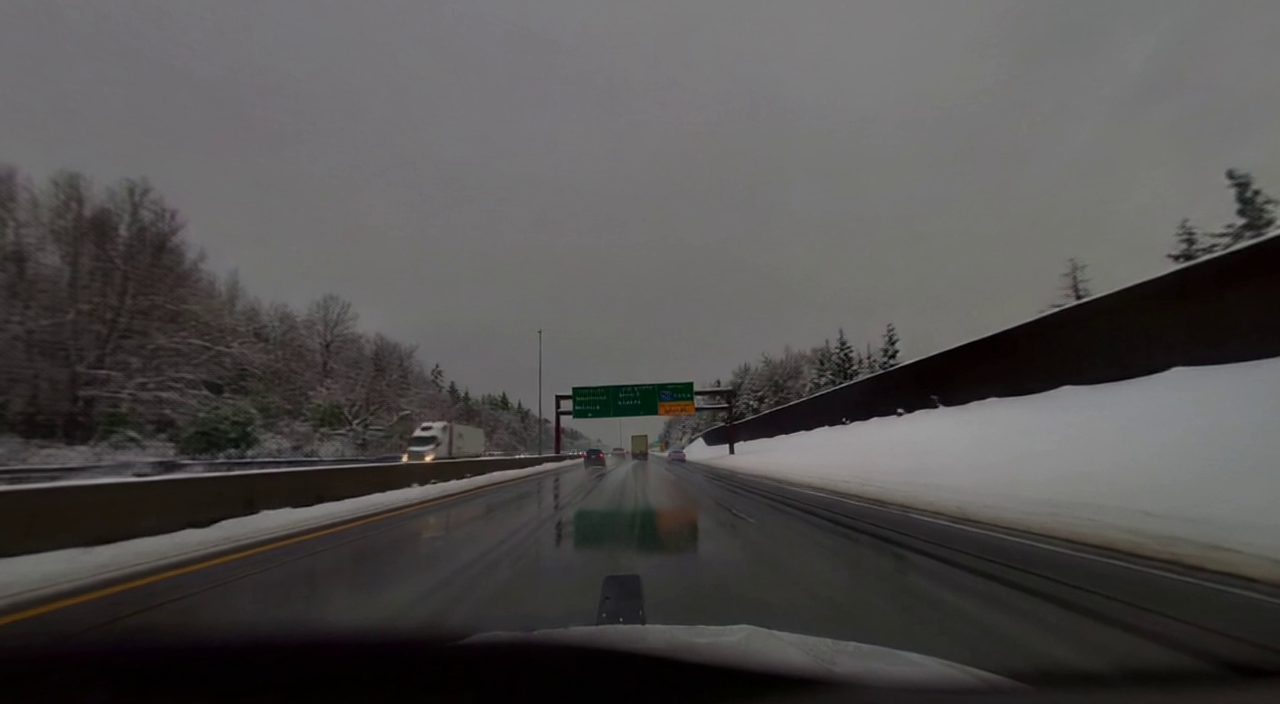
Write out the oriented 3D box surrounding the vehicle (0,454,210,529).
[{"bbox_3d":[-12.406,3.116,14.663,1.781,1.426,4.265,0,-9,0],"label":"vehicle"}]
